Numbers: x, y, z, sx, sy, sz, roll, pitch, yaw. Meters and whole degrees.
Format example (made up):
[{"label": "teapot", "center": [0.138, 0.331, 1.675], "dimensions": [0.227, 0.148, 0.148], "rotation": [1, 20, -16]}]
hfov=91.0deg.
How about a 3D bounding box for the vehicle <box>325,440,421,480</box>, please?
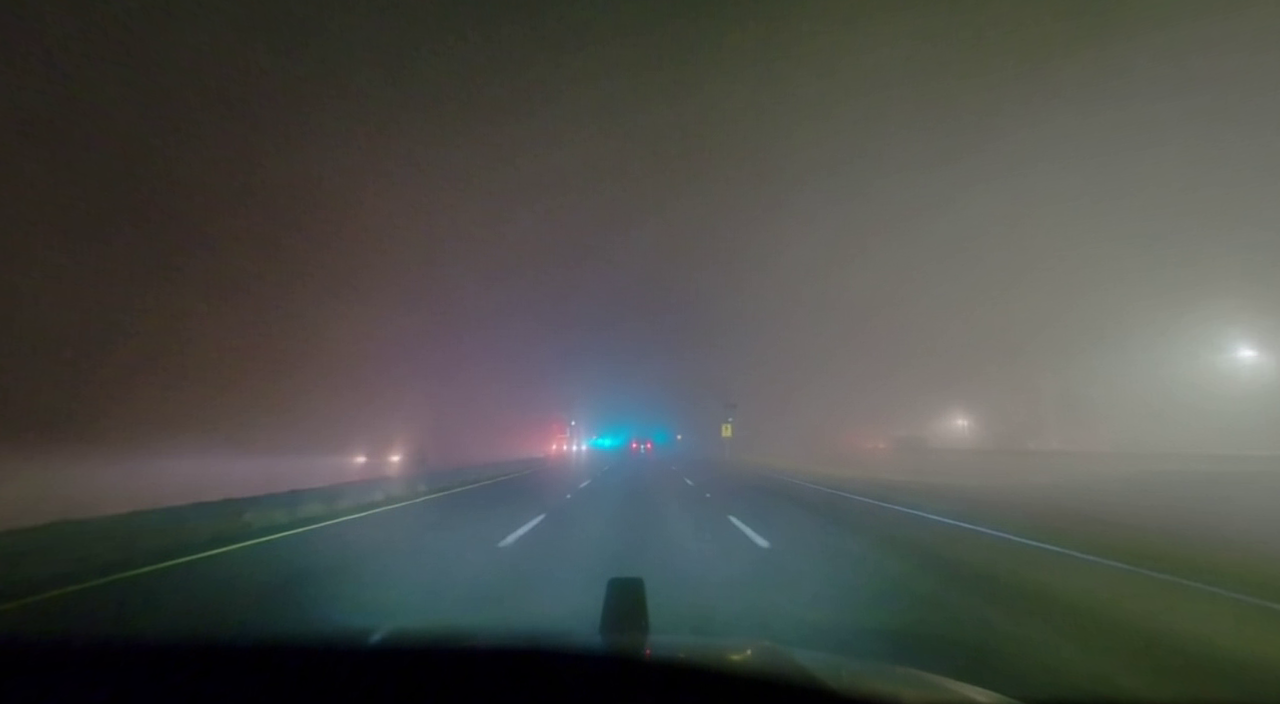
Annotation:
[{"label": "vehicle", "center": [-11.247, 4.571, 26.898], "dimensions": [1.954, 1.537, 4.693], "rotation": [0, -8, 1]}]
